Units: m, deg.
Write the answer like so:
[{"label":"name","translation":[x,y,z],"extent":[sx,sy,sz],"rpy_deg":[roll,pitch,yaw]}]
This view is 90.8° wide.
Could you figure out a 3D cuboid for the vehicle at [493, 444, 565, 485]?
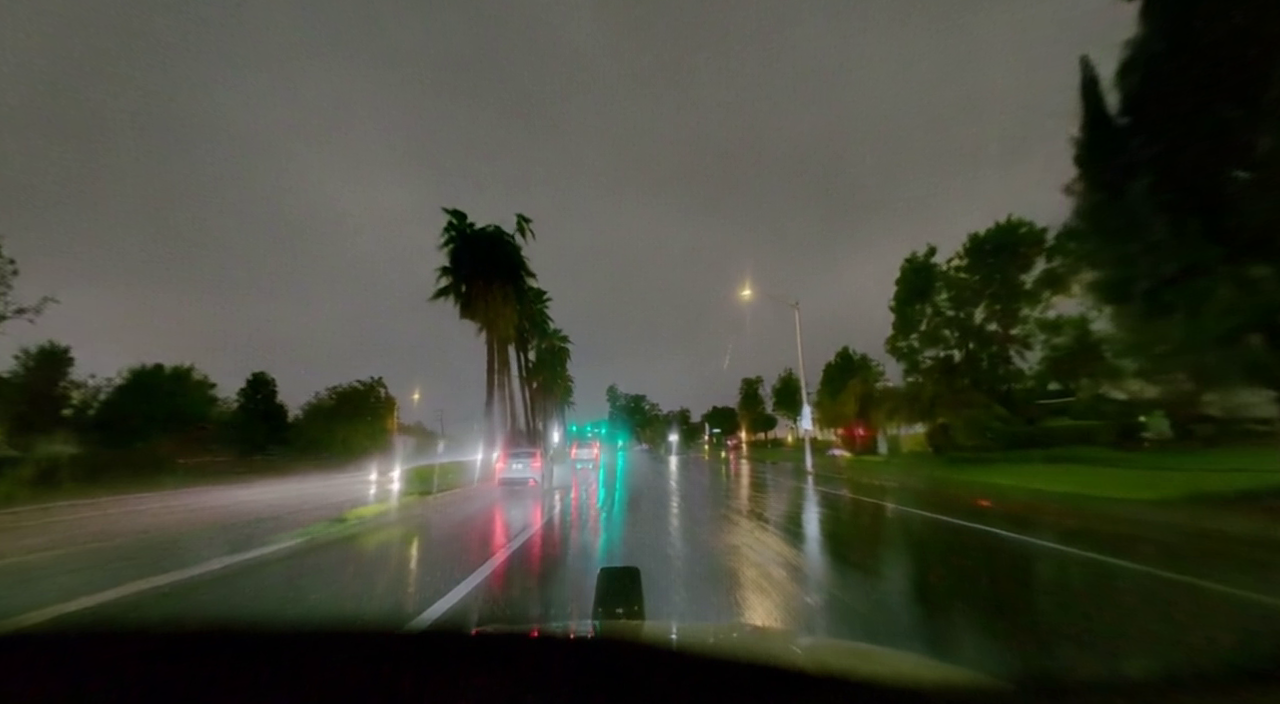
[{"label":"vehicle","translation":[-4.293,4.423,25.191],"extent":[2.108,1.475,4.555],"rpy_deg":[0,-9,-1]}]
